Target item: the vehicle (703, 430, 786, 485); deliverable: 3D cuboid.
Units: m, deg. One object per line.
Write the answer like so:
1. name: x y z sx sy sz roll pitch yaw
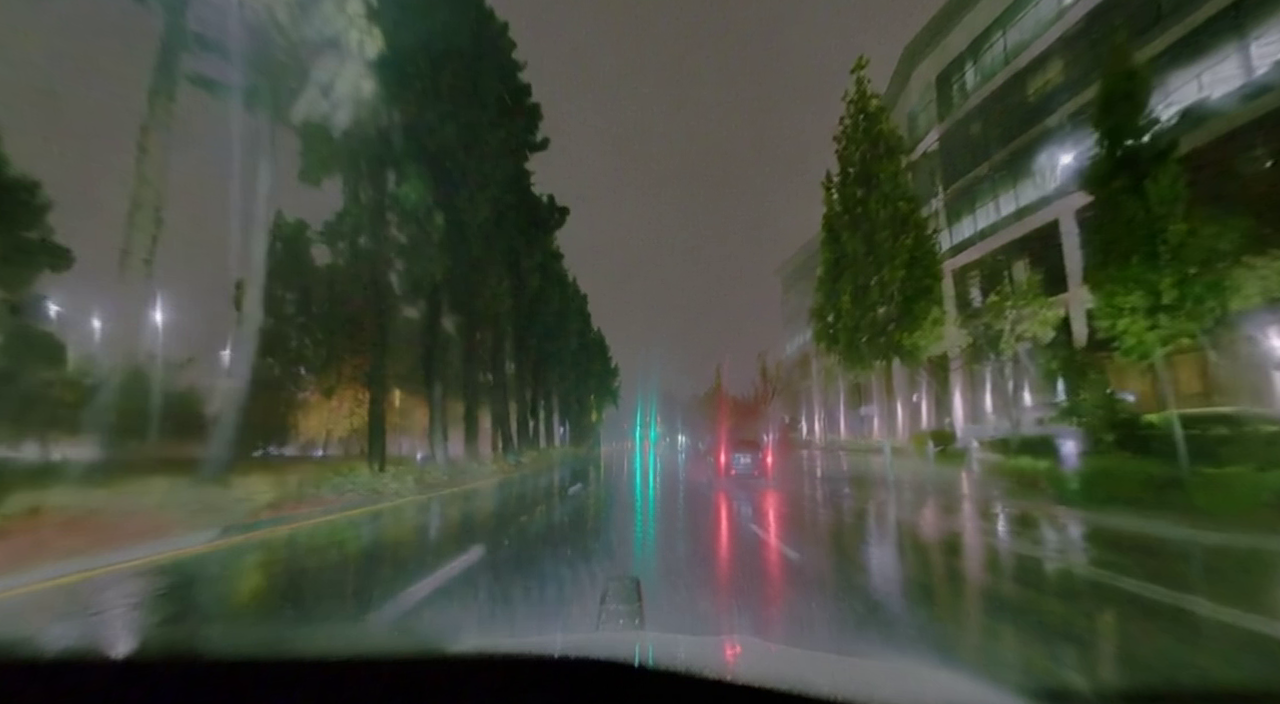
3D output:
1. vehicle: 3.554 3.669 22.330 2.083 1.743 4.354 0 -8 -1
